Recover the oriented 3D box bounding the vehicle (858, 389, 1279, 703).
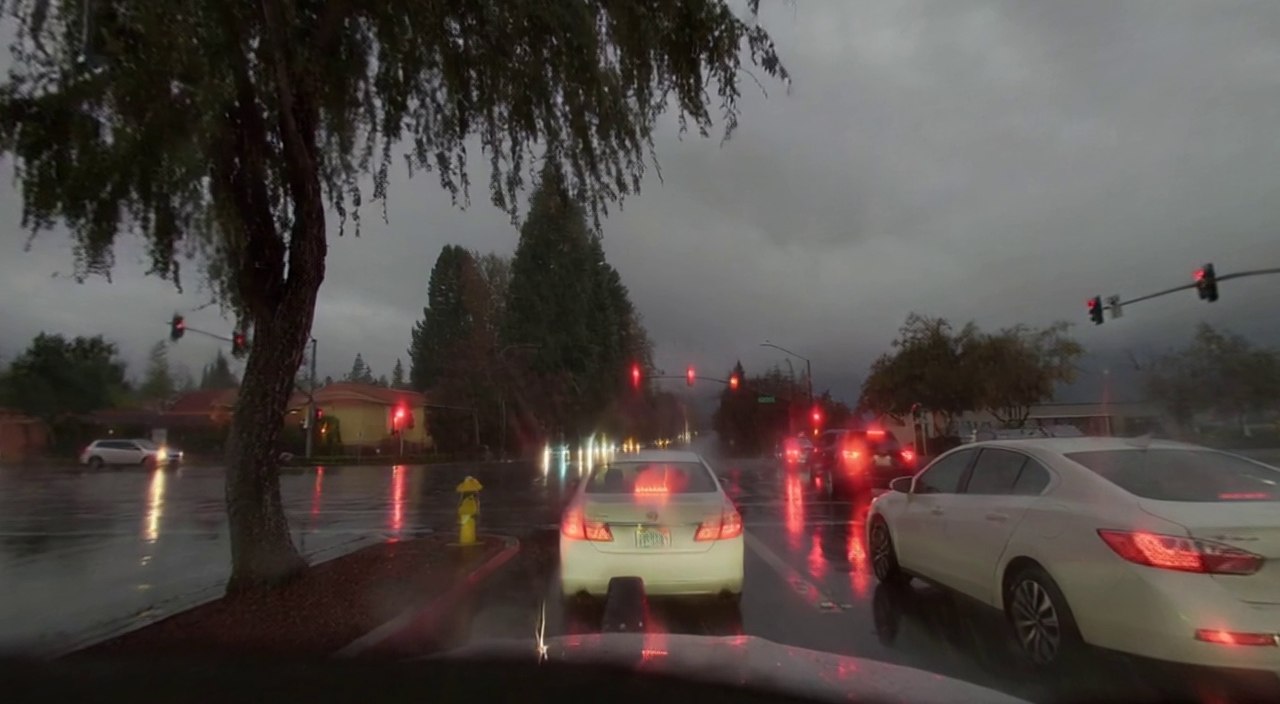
[{"bbox_3d":[3.175,1.123,3.890,1.931,1.493,4.555,0,-8,-1],"label":"vehicle"}]

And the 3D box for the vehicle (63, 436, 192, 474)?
[{"bbox_3d":[-24.283,4.875,29.992,4.450,1.684,1.894,0,-8,0],"label":"vehicle"}]

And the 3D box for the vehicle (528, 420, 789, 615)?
[{"bbox_3d":[0.103,1.565,6.873,2.017,1.485,3.813,0,-8,-1],"label":"vehicle"}]
